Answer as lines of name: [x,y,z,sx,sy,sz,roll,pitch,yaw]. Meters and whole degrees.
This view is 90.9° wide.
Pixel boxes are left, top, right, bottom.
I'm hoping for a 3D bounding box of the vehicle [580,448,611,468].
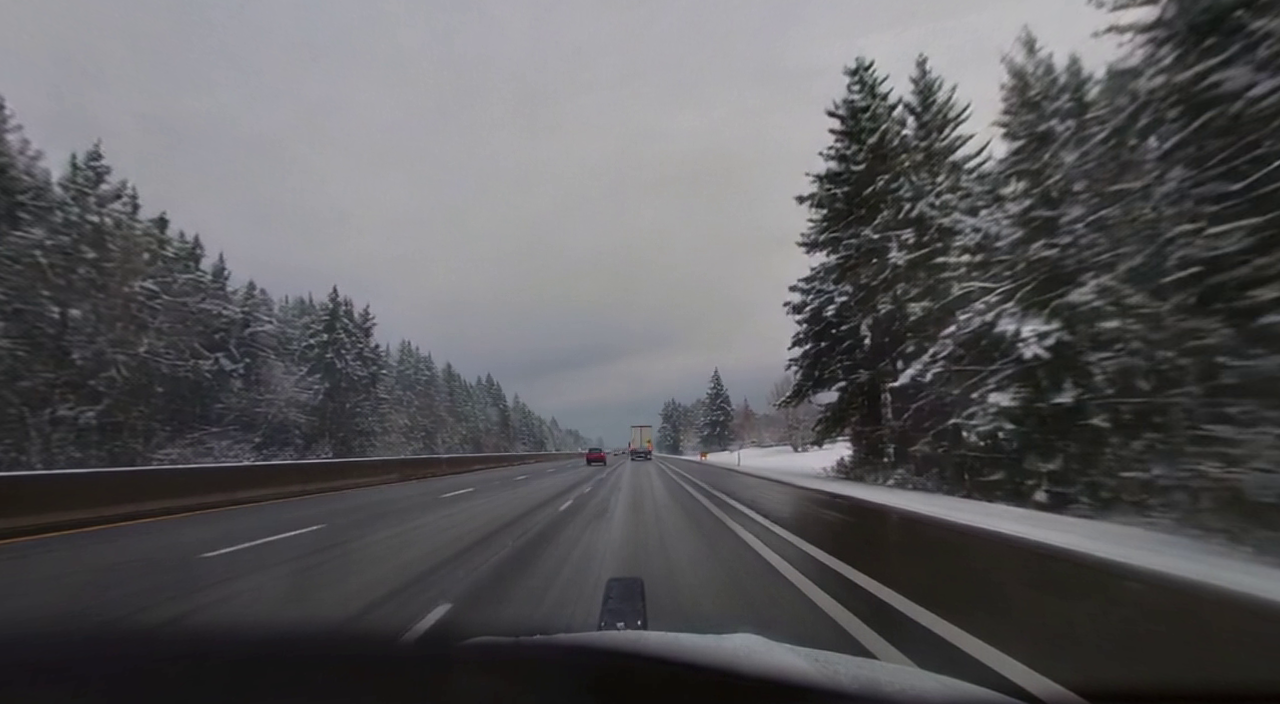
vehicle: [-3.423,8.240,49.165,2.085,1.506,4.101,0,-9,0]
